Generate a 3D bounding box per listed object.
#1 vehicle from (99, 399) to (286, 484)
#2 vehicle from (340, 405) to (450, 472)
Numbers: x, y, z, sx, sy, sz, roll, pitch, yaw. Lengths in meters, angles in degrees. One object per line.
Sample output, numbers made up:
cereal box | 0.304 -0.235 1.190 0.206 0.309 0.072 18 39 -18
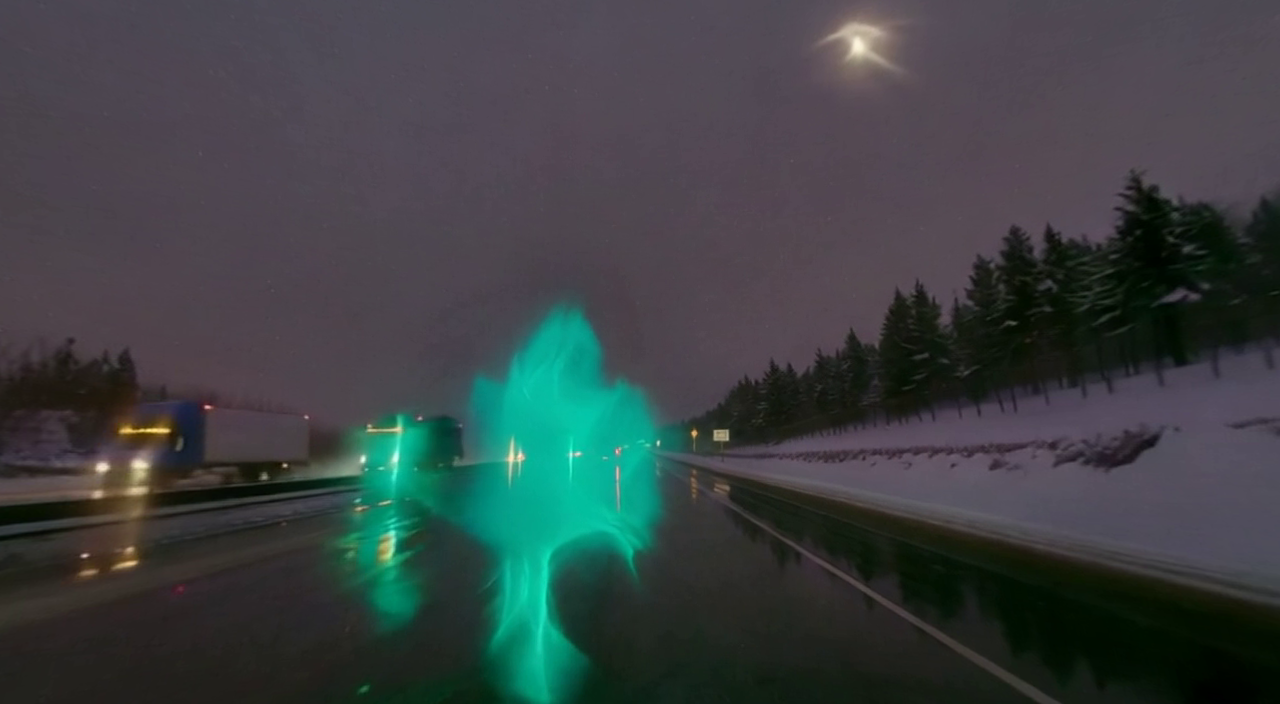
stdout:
vehicle | -23.103 4.819 33.542 3.029 3.844 9.059 0 -9 1
vehicle | -15.826 5.845 41.923 3.075 3.898 10.038 0 -9 1
